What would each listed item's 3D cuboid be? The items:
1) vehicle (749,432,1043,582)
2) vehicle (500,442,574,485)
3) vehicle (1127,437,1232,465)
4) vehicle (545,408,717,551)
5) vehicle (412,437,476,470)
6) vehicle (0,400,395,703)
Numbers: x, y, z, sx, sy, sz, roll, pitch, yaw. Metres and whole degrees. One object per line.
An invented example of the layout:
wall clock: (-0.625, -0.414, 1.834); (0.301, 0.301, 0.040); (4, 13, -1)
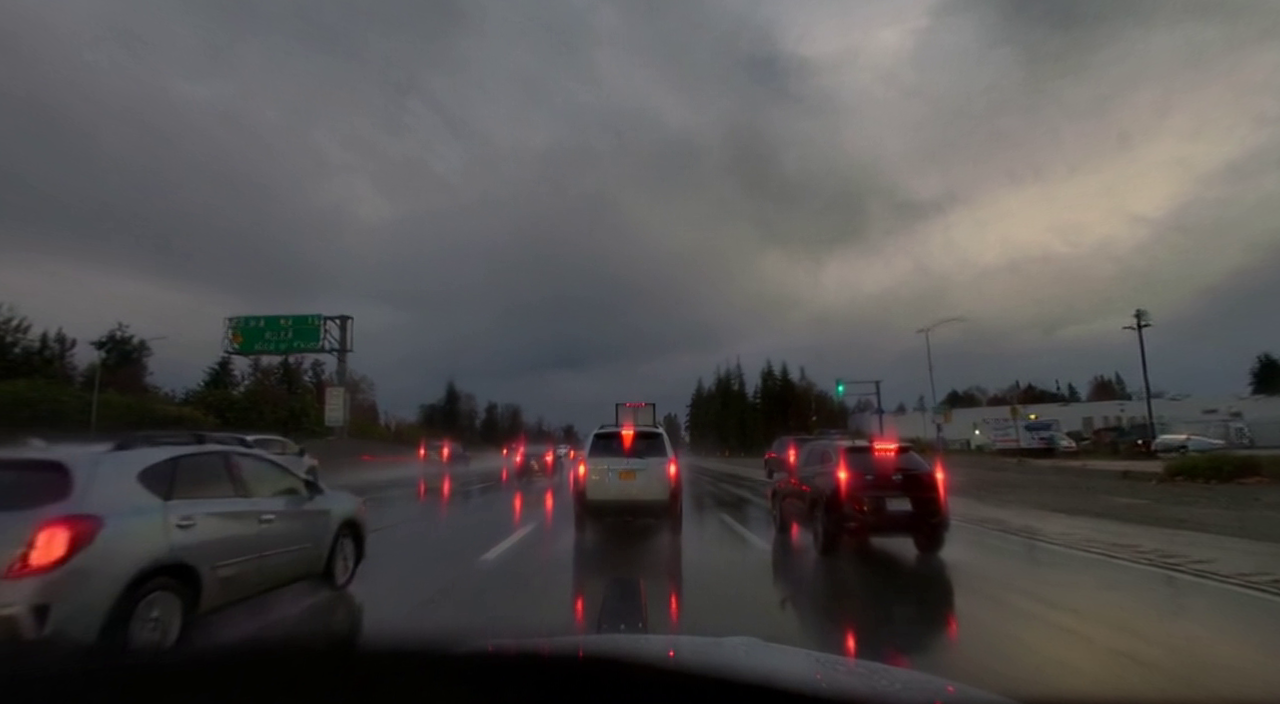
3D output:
vehicle: (2.962, 1.892, 8.604); (2.018, 1.470, 4.491); (0, -9, -2)
vehicle: (-3.724, 4.111, 23.519); (2.005, 1.458, 4.143); (0, -9, 1)
vehicle: (31.923, 5.854, 37.499); (1.805, 1.536, 4.325); (3, -9, -18)
vehicle: (-0.129, 1.903, 9.960); (2.152, 1.779, 3.924); (0, -9, 0)
vehicle: (-10.956, 5.727, 35.604); (2.129, 1.720, 4.547); (0, -9, 1)
vehicle: (-3.460, 1.132, 3.783); (2.132, 1.464, 4.481); (0, -9, 1)
